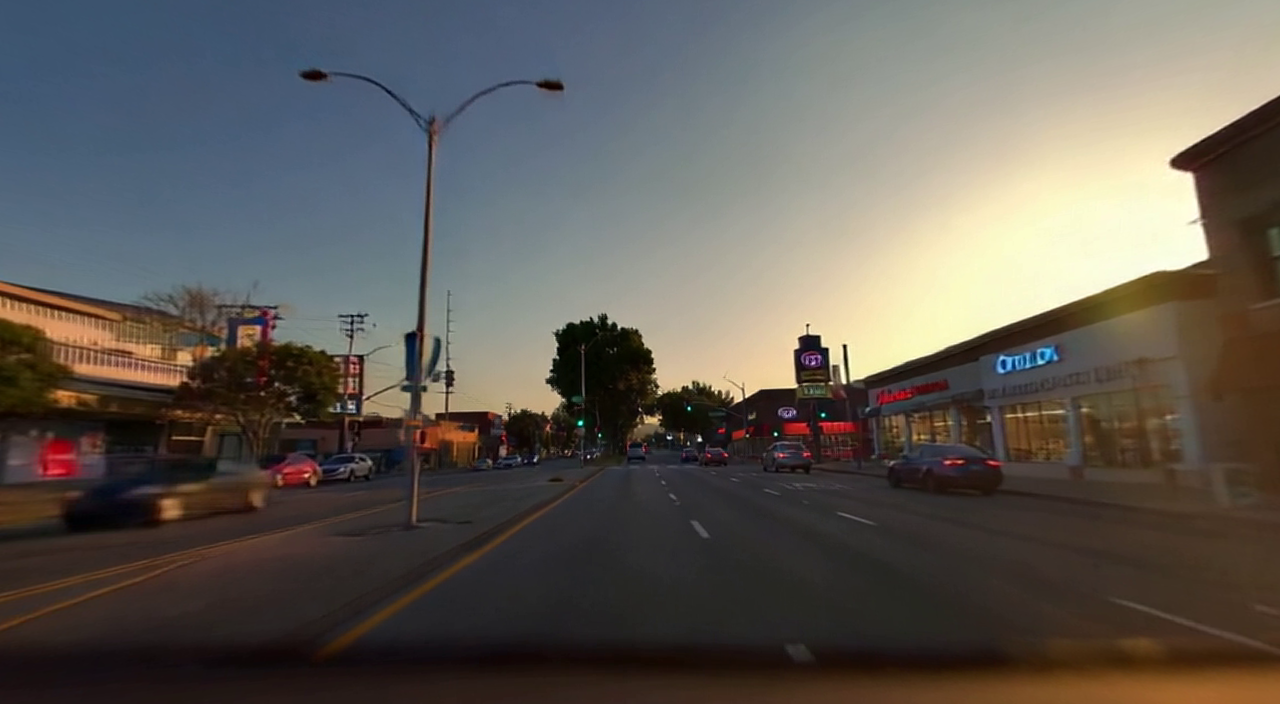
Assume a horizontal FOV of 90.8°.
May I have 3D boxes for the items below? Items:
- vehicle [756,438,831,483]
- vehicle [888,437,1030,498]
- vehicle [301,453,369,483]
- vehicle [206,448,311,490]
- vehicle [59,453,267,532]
[{"bbox_3d":[6.258,4.462,26.309,1.974,1.679,4.611,0,-8,1],"label":"vehicle"},{"bbox_3d":[9.842,3.574,19.990,2.019,1.694,4.491,0,-8,-2],"label":"vehicle"},{"bbox_3d":[-18.185,6.913,37.935,1.882,1.645,4.511,0,-8,-1],"label":"vehicle"},{"bbox_3d":[-17.991,5.569,30.111,1.944,1.794,4.849,0,-10,0],"label":"vehicle"},{"bbox_3d":[-10.949,3.228,14.948,1.792,1.584,3.937,0,-10,0],"label":"vehicle"}]
